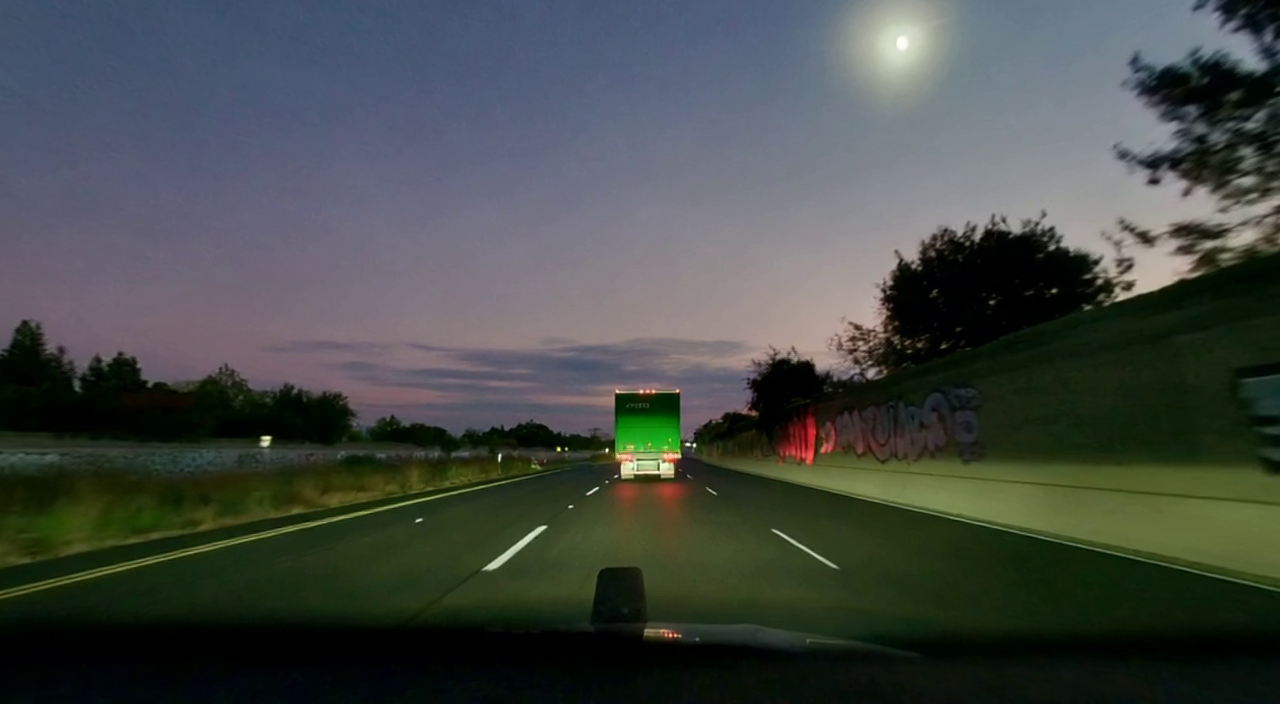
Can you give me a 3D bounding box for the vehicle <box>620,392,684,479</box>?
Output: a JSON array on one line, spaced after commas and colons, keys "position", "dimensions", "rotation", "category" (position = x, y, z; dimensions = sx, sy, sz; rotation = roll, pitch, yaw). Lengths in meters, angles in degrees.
[{"position": [0.377, 4.625, 33.915], "dimensions": [2.900, 3.955, 10.151], "rotation": [0, -9, -2], "category": "vehicle"}]
